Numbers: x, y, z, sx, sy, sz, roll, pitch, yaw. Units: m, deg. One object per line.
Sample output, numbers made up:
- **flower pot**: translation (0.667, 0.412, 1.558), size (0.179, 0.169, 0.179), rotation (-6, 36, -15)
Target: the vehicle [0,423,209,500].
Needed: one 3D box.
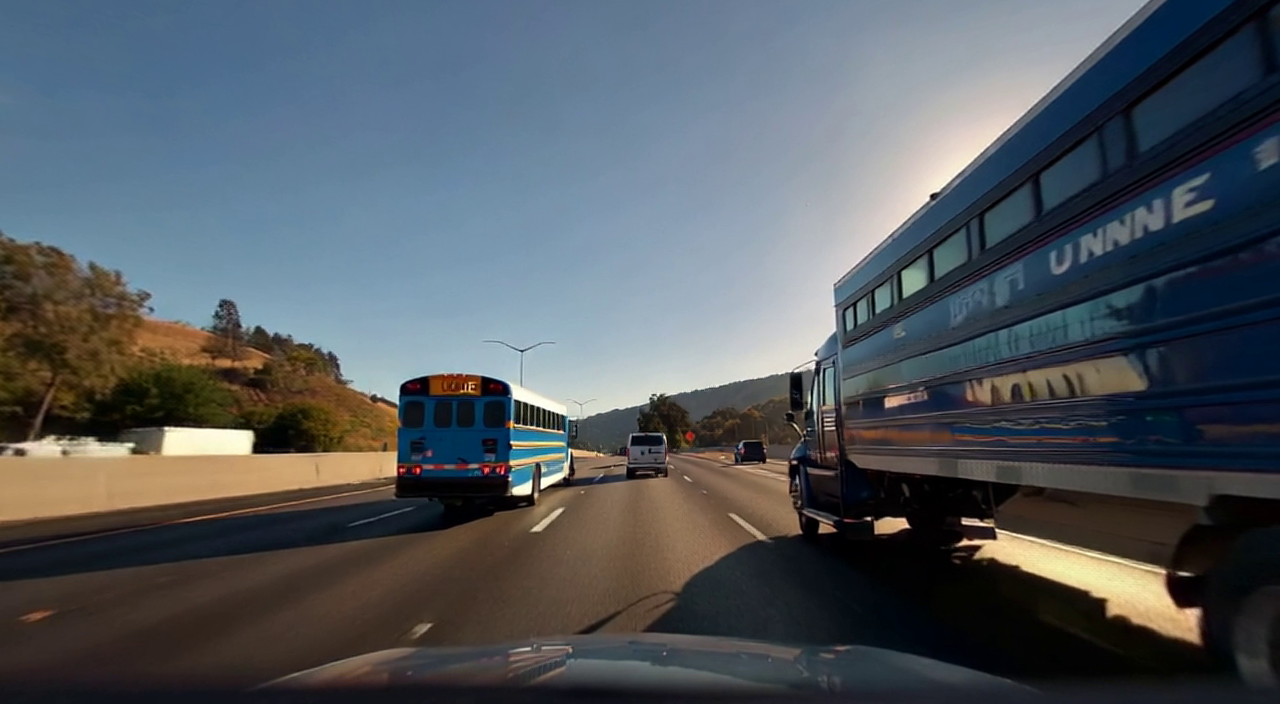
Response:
- **vehicle**: translation (-24.849, 4.910, 29.033), size (2.983, 2.881, 9.944), rotation (0, -9, 0)

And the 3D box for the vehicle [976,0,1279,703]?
- **vehicle**: translation (4.131, -0.188, 1.333), size (3.050, 3.810, 6.889), rotation (-1, -8, 2)

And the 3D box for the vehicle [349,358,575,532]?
- **vehicle**: translation (-3.513, 2.197, 15.063), size (2.947, 3.009, 7.991), rotation (0, -8, 1)

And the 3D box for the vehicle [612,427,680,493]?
- **vehicle**: translation (0.147, 3.548, 21.088), size (2.037, 1.929, 4.343), rotation (0, -9, -1)
